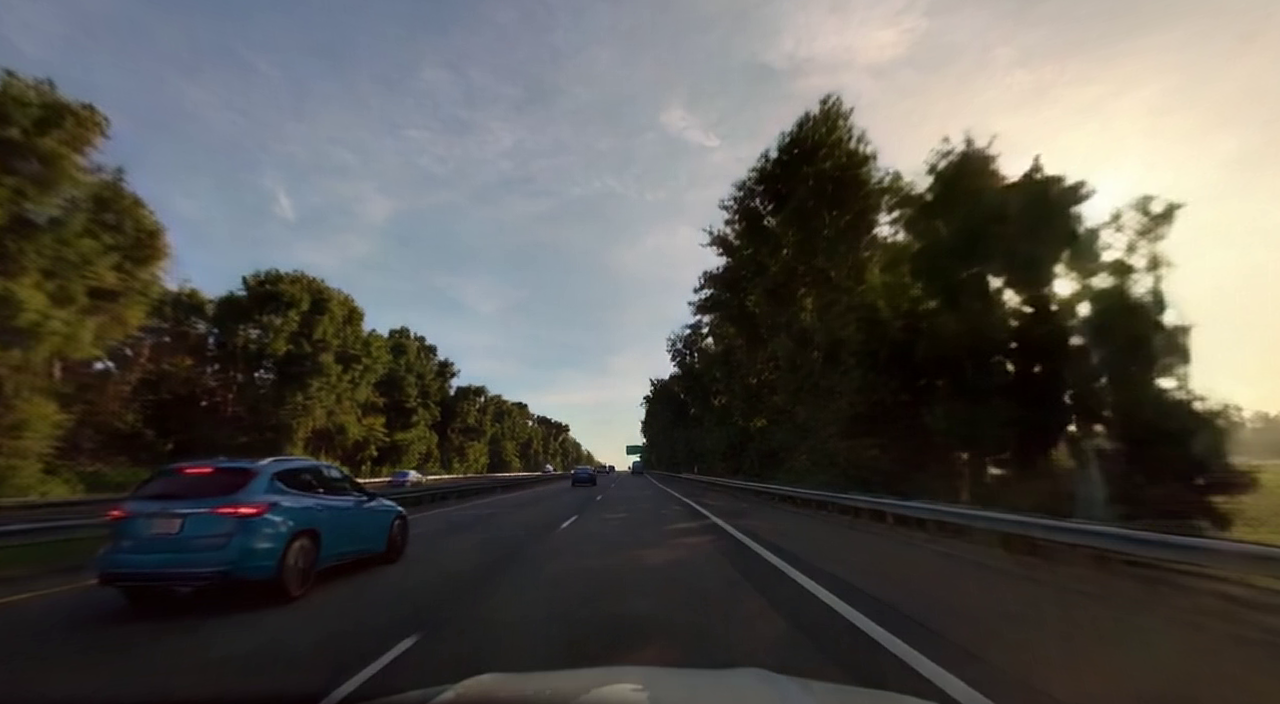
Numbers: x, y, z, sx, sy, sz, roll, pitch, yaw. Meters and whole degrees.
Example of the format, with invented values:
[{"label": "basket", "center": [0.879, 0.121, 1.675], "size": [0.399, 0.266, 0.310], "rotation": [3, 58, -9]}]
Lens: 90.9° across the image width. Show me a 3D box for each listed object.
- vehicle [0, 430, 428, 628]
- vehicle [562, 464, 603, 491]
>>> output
[{"label": "vehicle", "center": [-4.330, 1.839, 7.371], "size": [2.040, 1.525, 4.603], "rotation": [1, -11, 1]}, {"label": "vehicle", "center": [-3.480, 7.755, 38.990], "size": [2.006, 1.516, 4.820], "rotation": [1, -11, 0]}]
